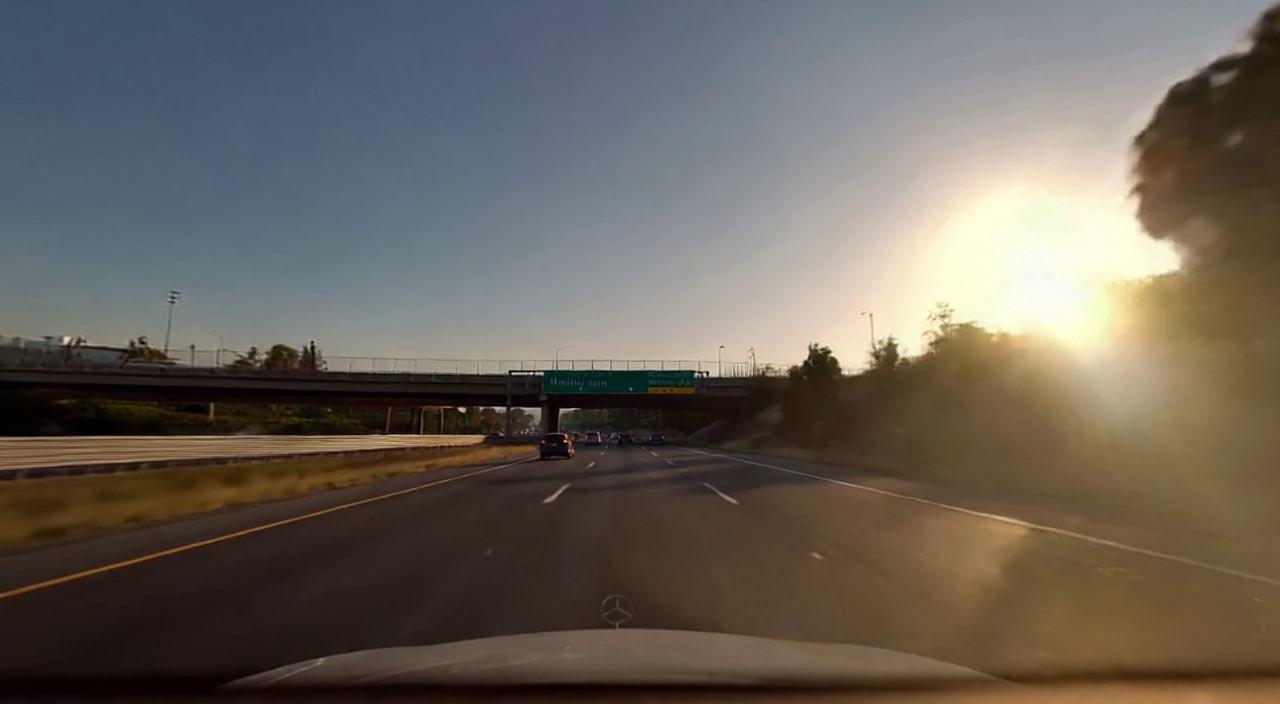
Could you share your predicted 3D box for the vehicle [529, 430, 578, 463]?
[{"bbox_3d":[-4.439,4.924,32.937,2.062,1.591,4.156,0,-8,-1],"label":"vehicle"}]
